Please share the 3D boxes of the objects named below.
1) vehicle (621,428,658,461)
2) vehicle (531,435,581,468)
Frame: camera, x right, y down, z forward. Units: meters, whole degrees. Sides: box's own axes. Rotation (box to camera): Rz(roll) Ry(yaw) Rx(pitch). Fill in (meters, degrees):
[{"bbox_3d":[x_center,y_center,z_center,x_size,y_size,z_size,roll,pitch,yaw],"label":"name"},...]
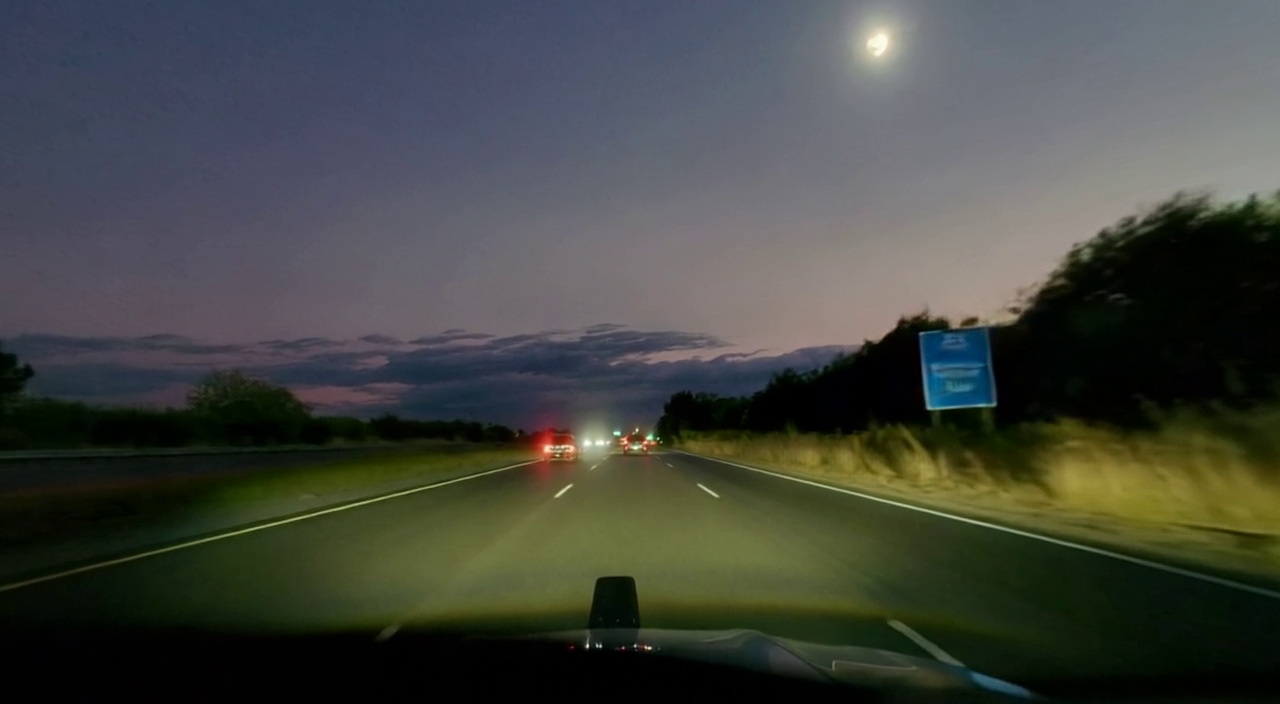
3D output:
[{"bbox_3d":[-0.071,5.976,40.697,2.223,1.957,4.416,0,-8,-2],"label":"vehicle"},{"bbox_3d":[-4.233,5.075,32.350,2.062,1.567,4.117,0,-8,-1],"label":"vehicle"}]
